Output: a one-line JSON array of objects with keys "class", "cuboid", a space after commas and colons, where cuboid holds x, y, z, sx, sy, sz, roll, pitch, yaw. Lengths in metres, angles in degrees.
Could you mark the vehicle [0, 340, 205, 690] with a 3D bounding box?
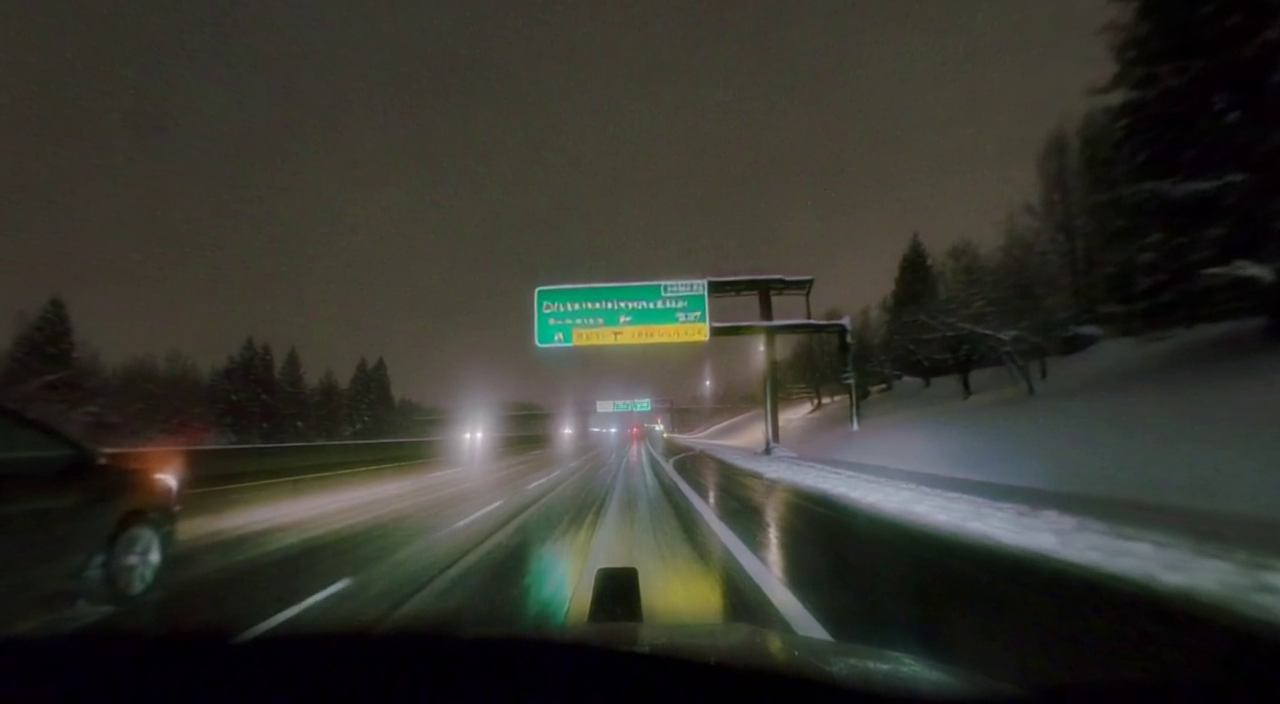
[{"class": "vehicle", "cuboid": [-4.255, 0.685, 2.153, 2.153, 1.730, 4.772, 0, -8, -1]}]
